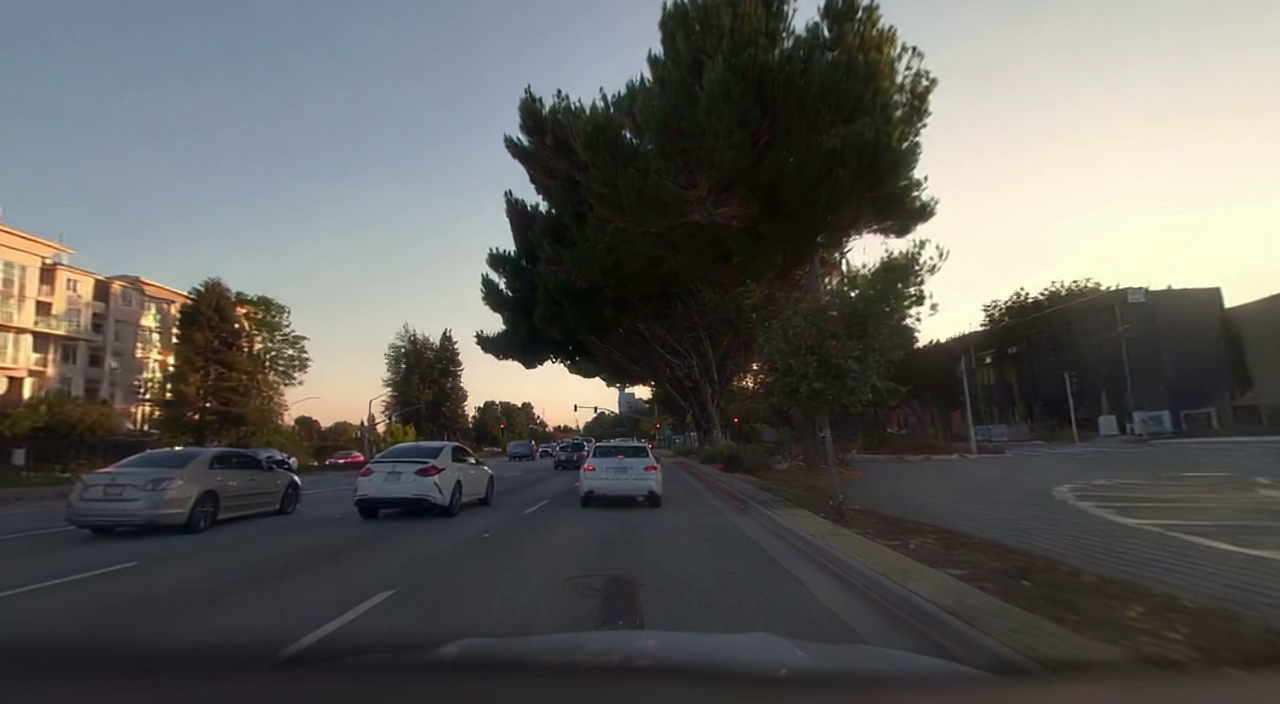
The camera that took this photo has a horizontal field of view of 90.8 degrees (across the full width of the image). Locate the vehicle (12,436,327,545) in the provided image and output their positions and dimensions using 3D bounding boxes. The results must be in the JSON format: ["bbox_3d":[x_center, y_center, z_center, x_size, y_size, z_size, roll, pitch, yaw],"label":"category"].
[{"bbox_3d":[-7.528,2.227,10.897,1.906,1.449,4.576,0,-9,0],"label":"vehicle"}]

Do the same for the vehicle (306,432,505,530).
[{"bbox_3d":[-4.178,2.373,12.281,2.032,1.515,4.641,0,-9,1],"label":"vehicle"}]

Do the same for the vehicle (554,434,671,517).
[{"bbox_3d":[-0.537,2.546,13.584,2.099,1.469,4.389,0,-9,-1],"label":"vehicle"}]

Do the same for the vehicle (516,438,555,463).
[{"bbox_3d":[-7.524,7.140,45.945,2.023,1.737,4.569,0,-9,1],"label":"vehicle"}]
